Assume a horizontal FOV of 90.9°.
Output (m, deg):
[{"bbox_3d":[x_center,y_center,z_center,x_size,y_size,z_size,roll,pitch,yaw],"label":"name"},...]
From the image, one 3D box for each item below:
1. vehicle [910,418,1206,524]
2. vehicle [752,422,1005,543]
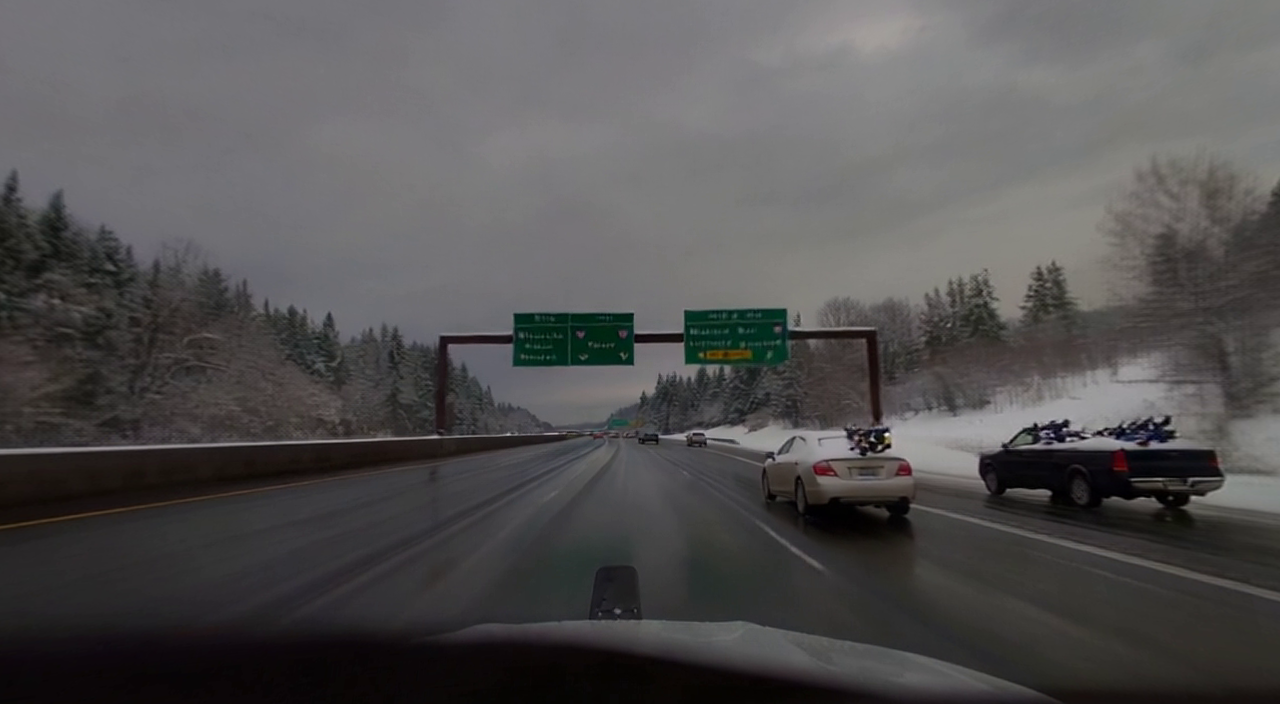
[{"bbox_3d":[7.046,2.023,11.482,2.034,1.511,4.785,0,-8,-2],"label":"vehicle"},{"bbox_3d":[3.310,1.885,9.972,2.094,1.441,4.568,0,-8,-2],"label":"vehicle"}]
